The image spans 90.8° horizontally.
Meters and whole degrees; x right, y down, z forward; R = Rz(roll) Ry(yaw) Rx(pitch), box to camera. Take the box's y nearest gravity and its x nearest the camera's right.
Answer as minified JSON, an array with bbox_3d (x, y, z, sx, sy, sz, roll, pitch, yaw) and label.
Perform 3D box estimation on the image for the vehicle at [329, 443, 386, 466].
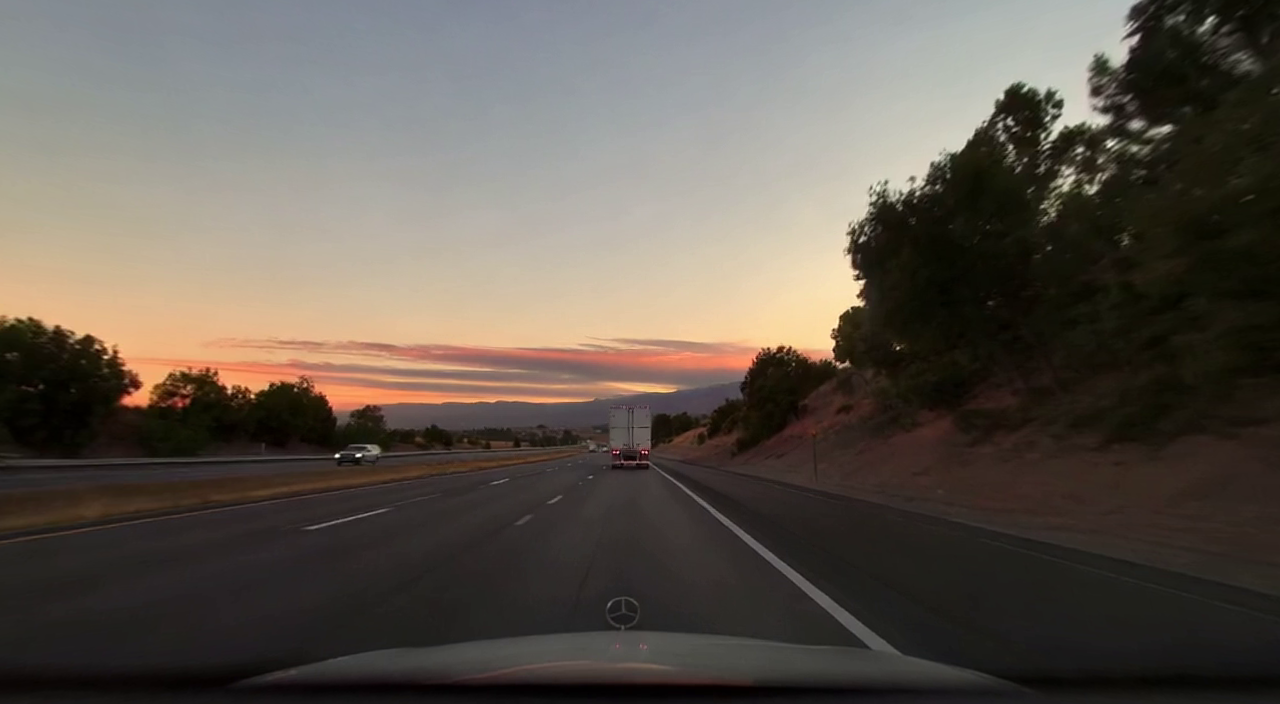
[{"bbox_3d":[-19.967,7.270,44.806,1.968,1.556,4.775,0,-9,-1],"label":"vehicle"}]
